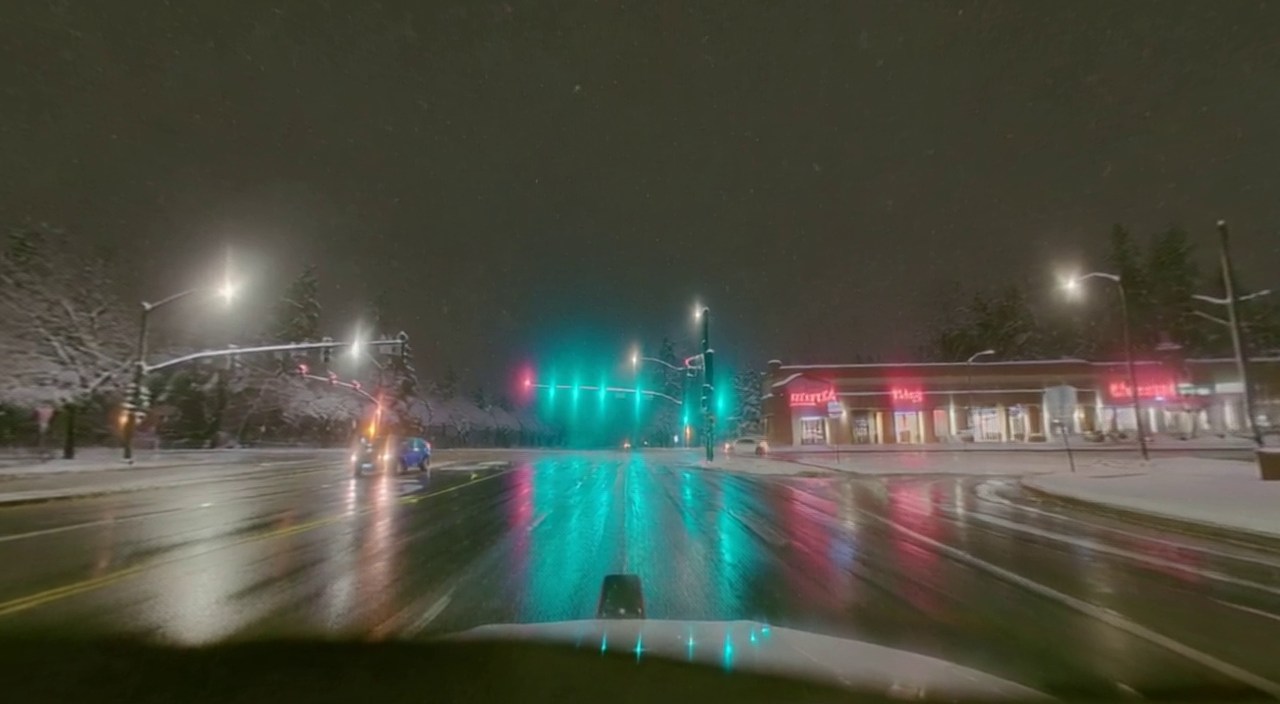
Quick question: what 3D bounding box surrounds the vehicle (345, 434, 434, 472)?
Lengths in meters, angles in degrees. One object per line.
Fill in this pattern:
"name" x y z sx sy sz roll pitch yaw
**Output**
"vehicle" -10.731 4.368 27.417 1.924 1.502 4.727 0 -9 0
